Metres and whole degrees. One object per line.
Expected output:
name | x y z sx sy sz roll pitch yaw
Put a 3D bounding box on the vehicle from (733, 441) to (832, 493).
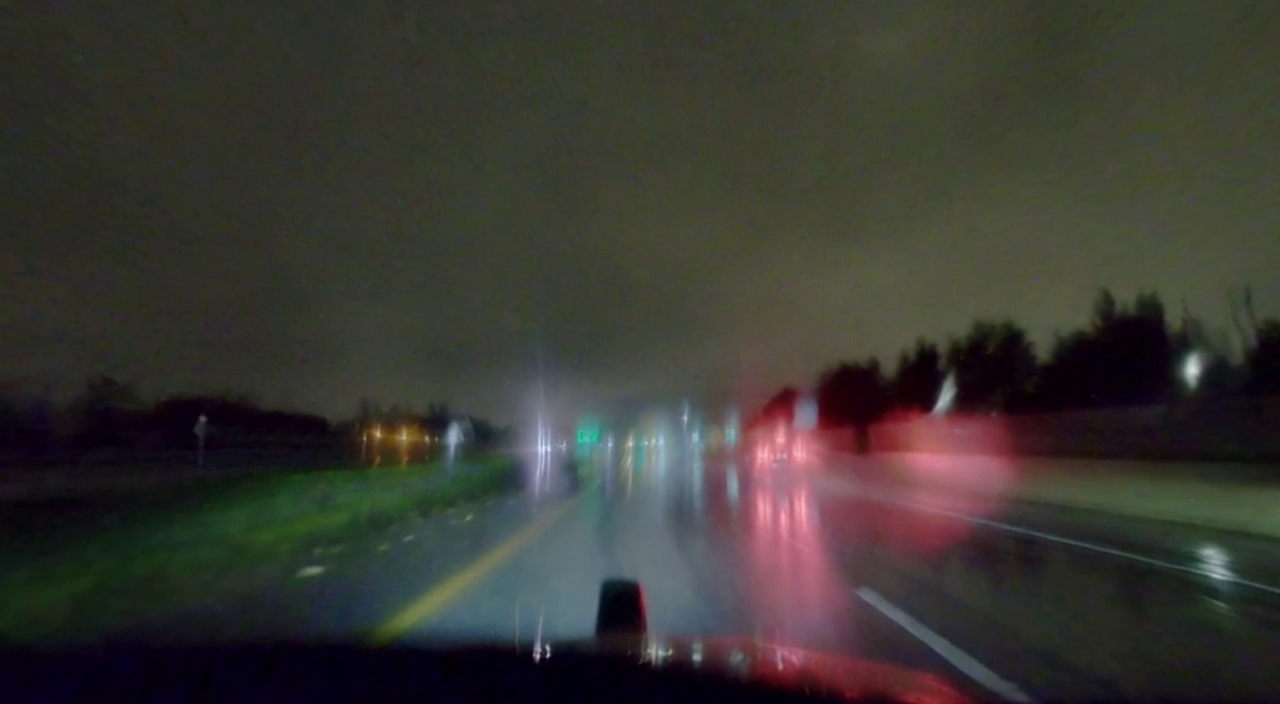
vehicle | 4.269 3.506 19.616 2.124 1.405 4.398 0 -8 1
